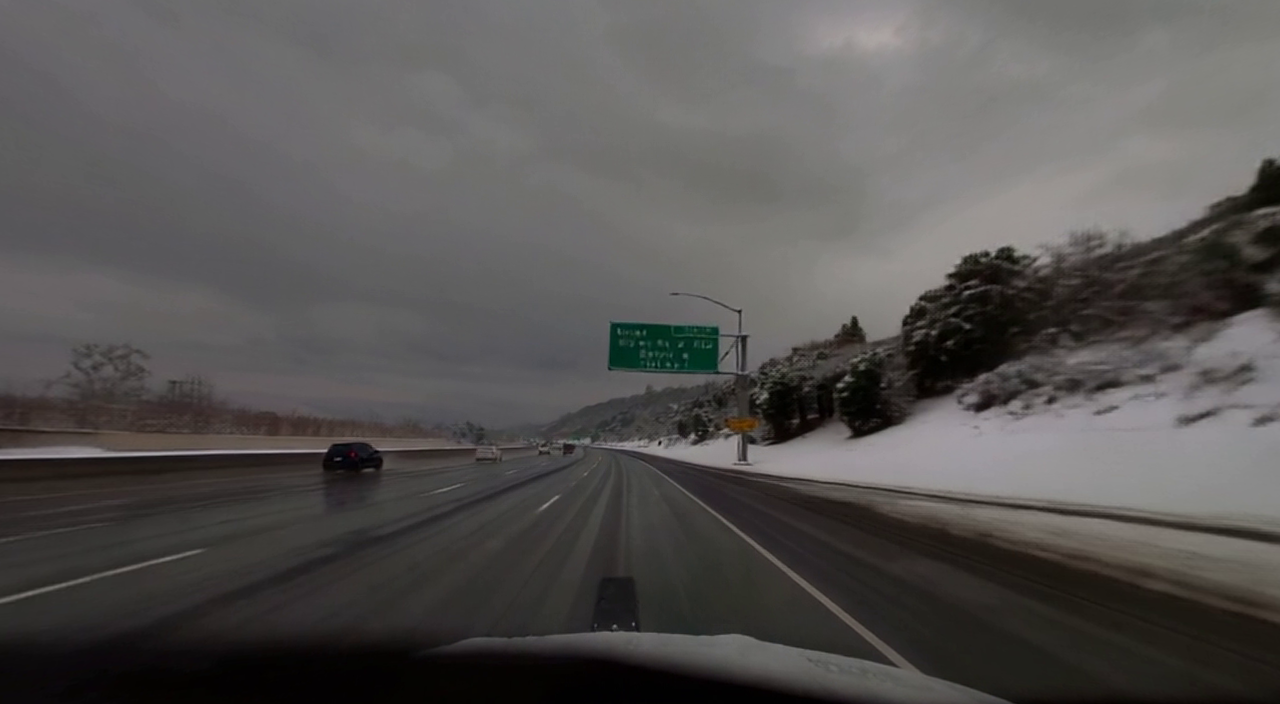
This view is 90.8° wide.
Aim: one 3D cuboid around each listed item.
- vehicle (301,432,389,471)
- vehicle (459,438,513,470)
[{"bbox_3d":[-15.865,5.395,34.366,2.240,1.953,5.452,0,-9,-2],"label":"vehicle"},{"bbox_3d":[-8.859,5.876,36.643,2.104,1.715,4.319,0,-9,-1],"label":"vehicle"}]
